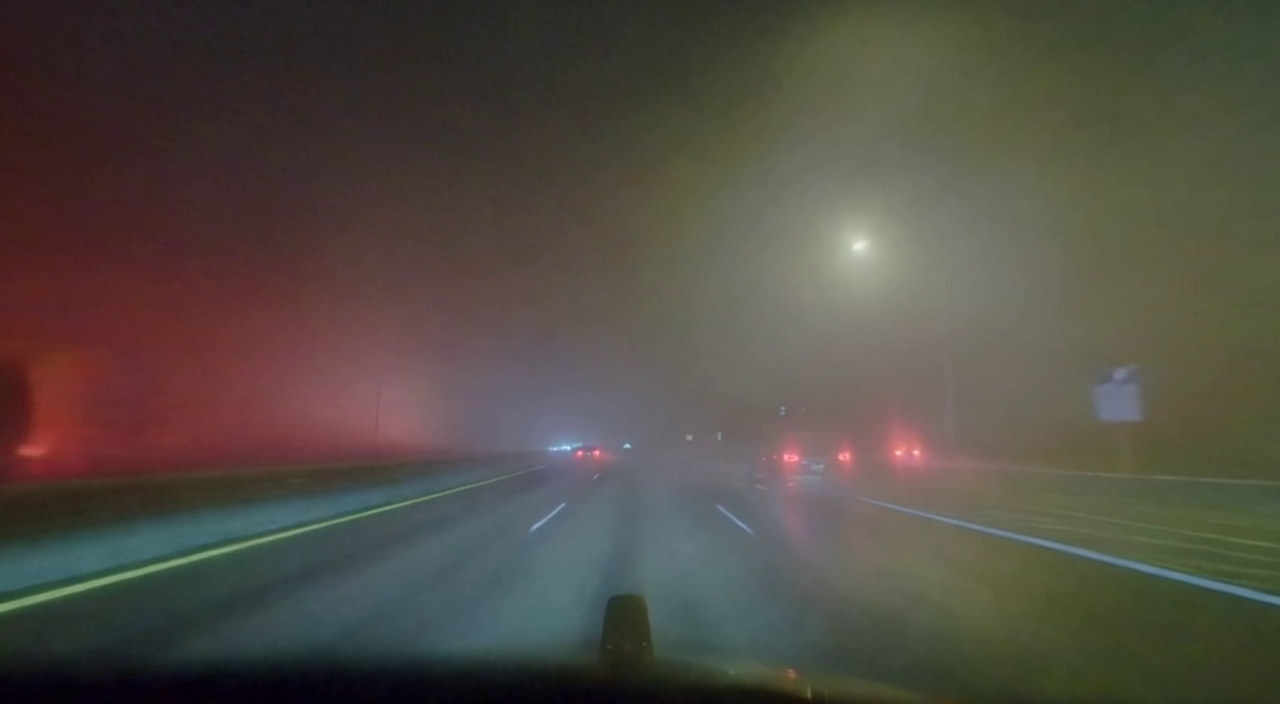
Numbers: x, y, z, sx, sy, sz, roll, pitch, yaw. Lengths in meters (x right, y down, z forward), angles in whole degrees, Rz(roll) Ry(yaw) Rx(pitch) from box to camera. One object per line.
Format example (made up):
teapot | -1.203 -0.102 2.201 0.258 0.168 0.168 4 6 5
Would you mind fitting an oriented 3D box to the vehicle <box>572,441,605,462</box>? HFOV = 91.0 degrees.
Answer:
vehicle | -3.997 7.811 49.534 2.160 1.608 5.012 0 -8 0
